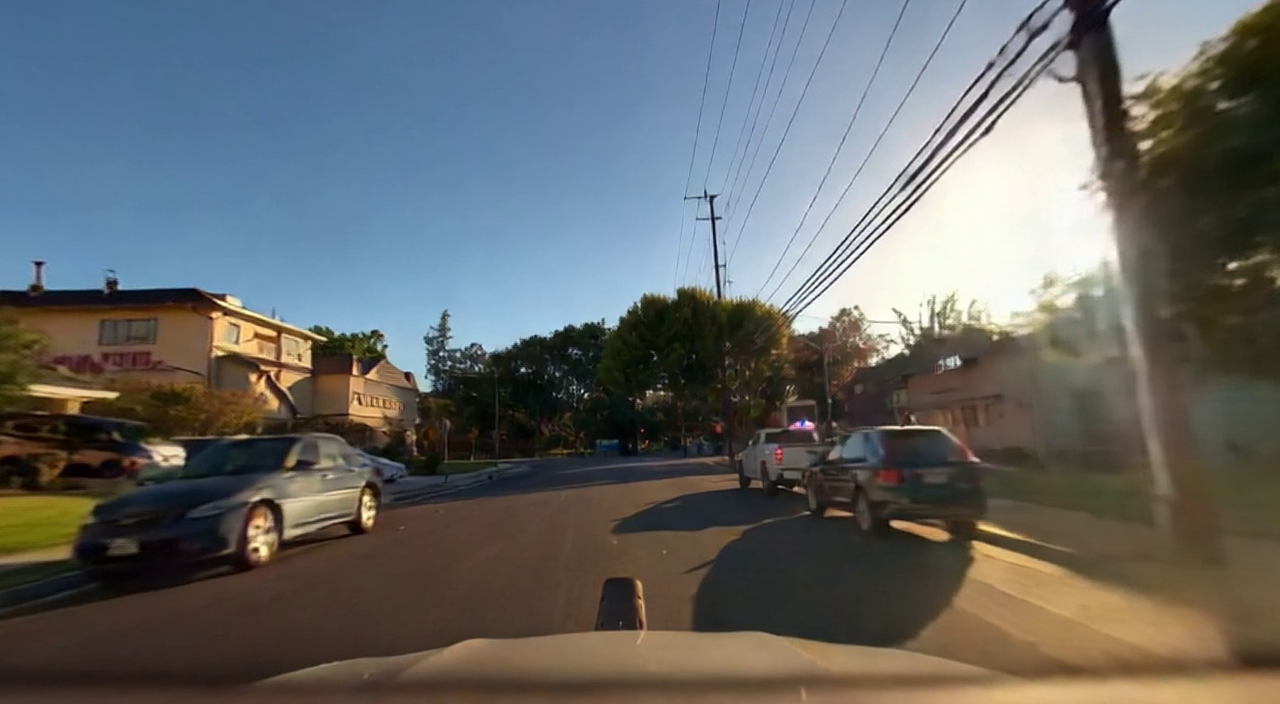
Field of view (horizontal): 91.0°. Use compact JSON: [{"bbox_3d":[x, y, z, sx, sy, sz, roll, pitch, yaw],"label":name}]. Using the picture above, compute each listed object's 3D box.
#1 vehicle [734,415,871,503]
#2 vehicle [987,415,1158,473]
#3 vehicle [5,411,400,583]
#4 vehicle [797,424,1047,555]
[{"bbox_3d":[3.987,2.757,16.595,2.205,1.923,5.178,0,-8,0],"label":"vehicle"},{"bbox_3d":[15.373,3.282,22.609,4.514,1.921,2.038,-1,-8,2],"label":"vehicle"},{"bbox_3d":[-6.014,2.043,9.968,2.322,1.913,5.582,0,-8,-1],"label":"vehicle"},{"bbox_3d":[3.893,1.943,9.608,1.848,1.550,4.054,0,-8,-1],"label":"vehicle"}]
